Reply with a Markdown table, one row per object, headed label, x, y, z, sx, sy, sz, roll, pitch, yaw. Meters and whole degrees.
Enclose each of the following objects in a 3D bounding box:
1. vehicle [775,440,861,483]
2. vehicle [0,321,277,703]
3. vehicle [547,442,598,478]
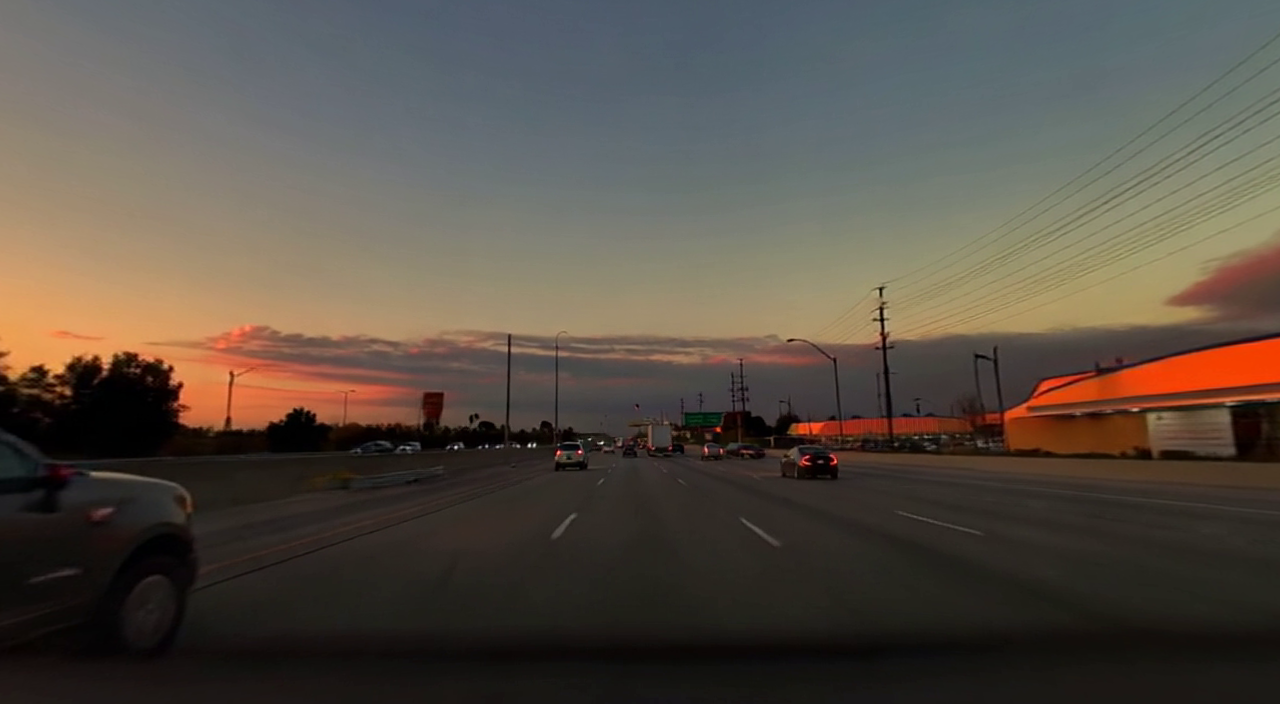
| label | x | y | z | sx | sy | sz | roll | pitch | yaw |
| --- | --- | --- | --- | --- | --- | --- | --- | --- | --- |
| vehicle | 6.837 | 4.241 | 24.679 | 1.980 | 1.501 | 4.433 | 0 | -9 | -1 |
| vehicle | -3.694 | 0.710 | 2.128 | 2.130 | 1.799 | 4.583 | 0 | -9 | 1 |
| vehicle | -3.032 | 4.935 | 29.106 | 1.929 | 1.521 | 4.097 | 0 | -9 | 0 |
